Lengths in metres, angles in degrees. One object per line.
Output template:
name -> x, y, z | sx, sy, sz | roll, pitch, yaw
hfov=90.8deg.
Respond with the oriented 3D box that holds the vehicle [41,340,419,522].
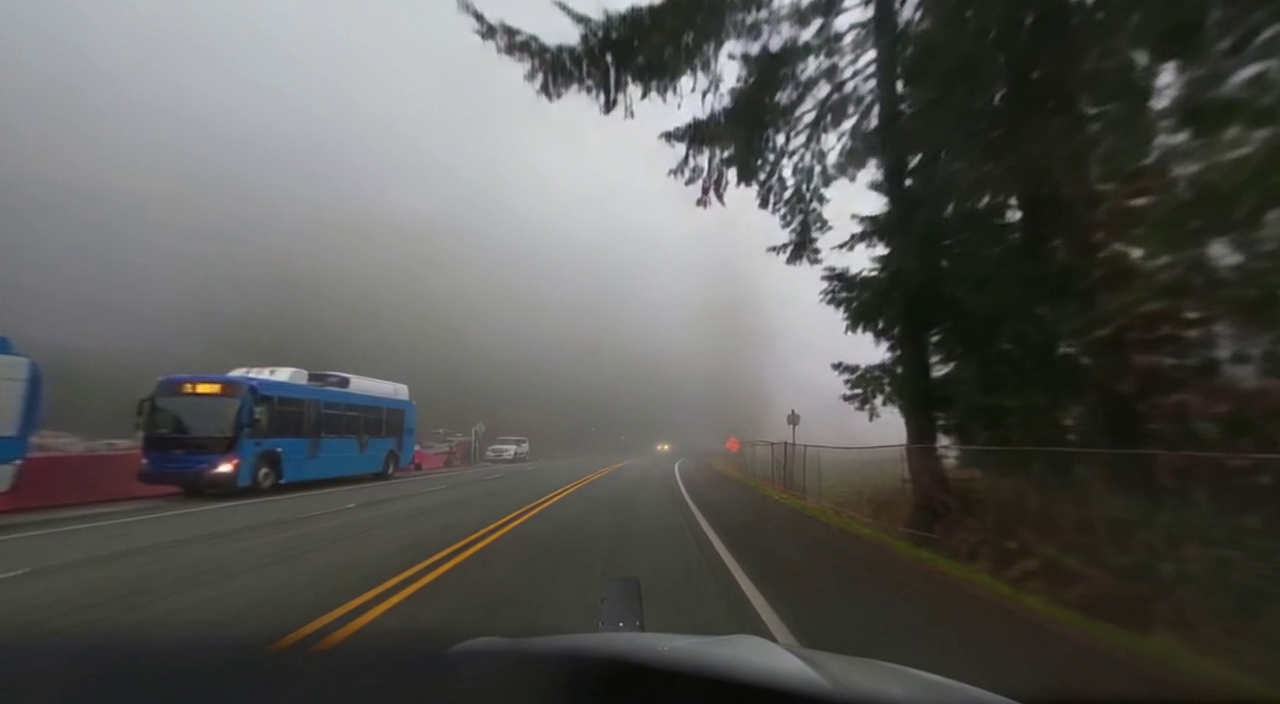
vehicle -> -10.531, 2.369, 19.090 | 3.092, 3.562, 12.230 | -3, -7, 1
